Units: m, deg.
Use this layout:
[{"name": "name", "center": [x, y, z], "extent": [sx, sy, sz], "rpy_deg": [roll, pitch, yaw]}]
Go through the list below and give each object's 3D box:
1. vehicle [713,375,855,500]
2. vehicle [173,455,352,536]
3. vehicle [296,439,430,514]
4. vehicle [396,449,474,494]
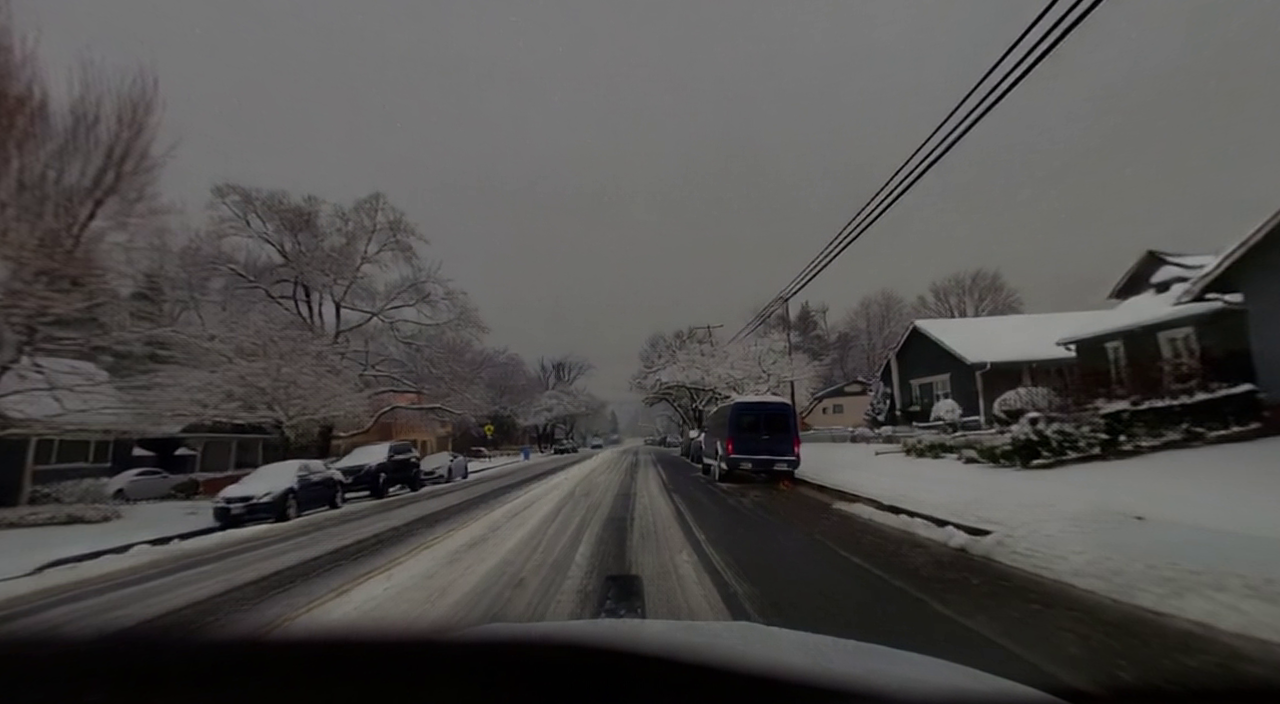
[{"name": "vehicle", "center": [3.068, 1.987, 14.467], "extent": [2.233, 2.453, 3.787], "rpy_deg": [0, -9, -1]}, {"name": "vehicle", "center": [-8.388, 3.176, 14.555], "extent": [1.821, 1.476, 4.060], "rpy_deg": [-2, -9, -3]}, {"name": "vehicle", "center": [-8.567, 3.810, 20.063], "extent": [2.163, 1.841, 4.679], "rpy_deg": [-6, -8, -2]}, {"name": "vehicle", "center": [-8.390, 4.863, 26.167], "extent": [1.839, 1.384, 4.124], "rpy_deg": [-8, -8, -2]}]
